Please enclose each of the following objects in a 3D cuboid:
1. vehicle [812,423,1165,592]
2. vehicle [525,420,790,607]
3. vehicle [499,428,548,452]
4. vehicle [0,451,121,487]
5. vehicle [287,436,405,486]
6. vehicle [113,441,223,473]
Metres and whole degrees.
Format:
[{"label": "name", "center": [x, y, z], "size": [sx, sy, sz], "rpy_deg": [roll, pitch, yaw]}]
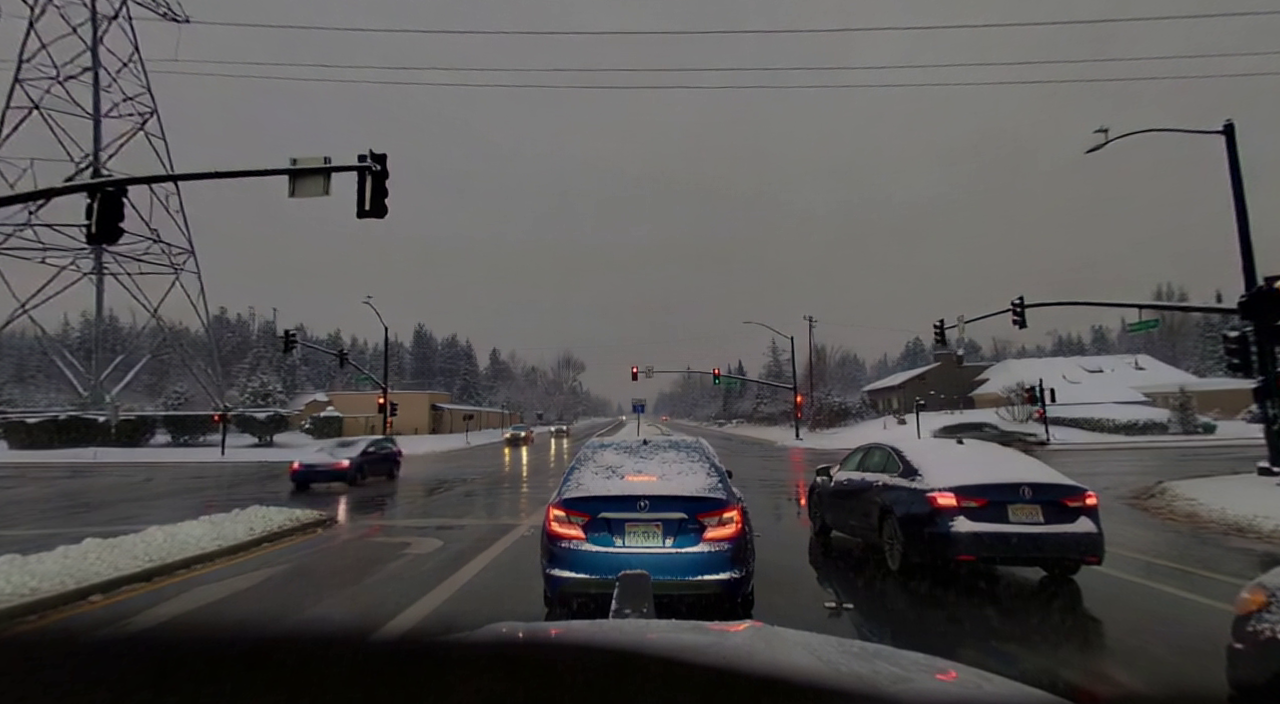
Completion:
[{"label": "vehicle", "center": [3.666, 1.684, 7.722], "size": [1.835, 1.473, 4.190], "rpy_deg": [0, -8, -2]}, {"label": "vehicle", "center": [0.125, 1.597, 7.130], "size": [2.117, 1.474, 4.036], "rpy_deg": [0, -8, 0]}, {"label": "vehicle", "center": [-8.795, 6.741, 48.112], "size": [2.269, 1.716, 5.700], "rpy_deg": [-1, -8, 4]}, {"label": "vehicle", "center": [-25.897, 5.118, 27.770], "size": [4.263, 1.464, 1.895], "rpy_deg": [0, -8, -1]}, {"label": "vehicle", "center": [-9.870, 3.680, 21.563], "size": [1.910, 1.537, 4.123], "rpy_deg": [-1, -8, 2]}, {"label": "vehicle", "center": [-25.995, 5.772, 34.811], "size": [4.417, 1.637, 1.956], "rpy_deg": [0, -8, -2]}]
